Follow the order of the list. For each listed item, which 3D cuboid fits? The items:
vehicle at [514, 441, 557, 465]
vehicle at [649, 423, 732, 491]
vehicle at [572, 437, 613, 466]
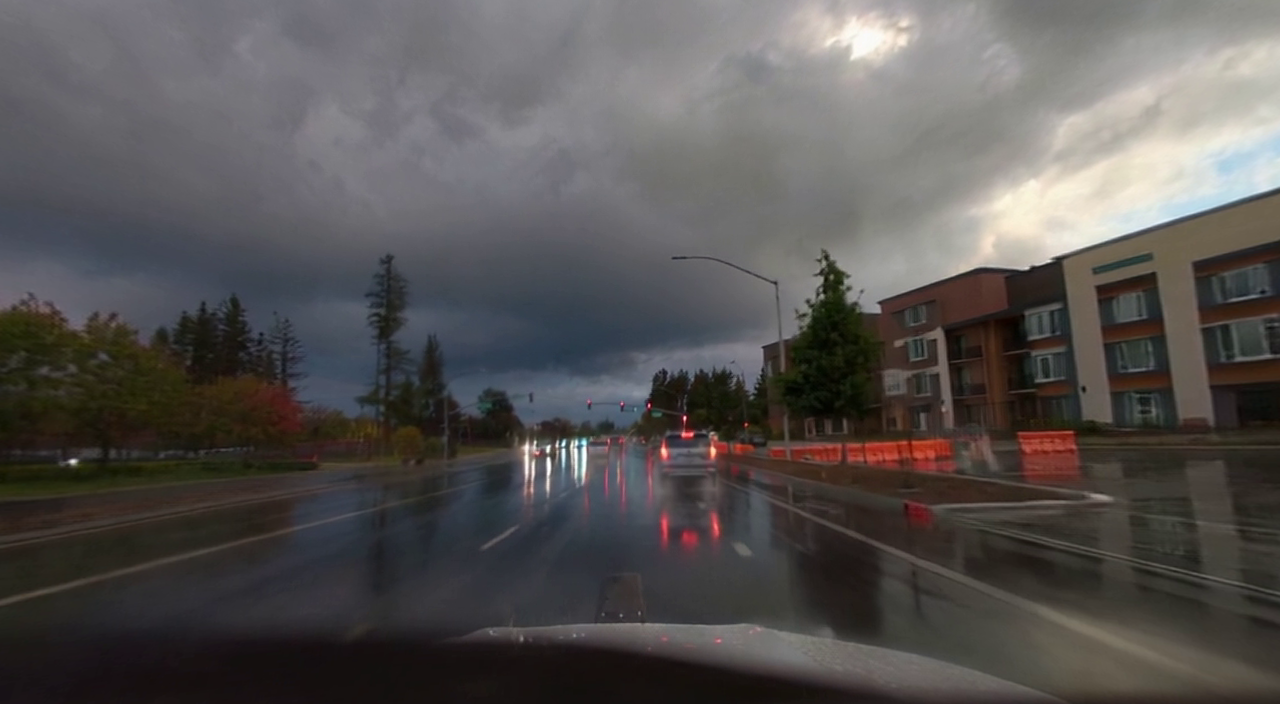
[{"bbox_3d":[-6.895,6.689,42.092,1.928,1.488,4.635,0,-8,2],"label":"vehicle"},{"bbox_3d":[1.421,3.190,19.485,2.197,1.835,4.316,0,-8,0],"label":"vehicle"},{"bbox_3d":[-2.839,6.040,38.457,2.121,1.654,3.993,0,-8,1],"label":"vehicle"}]
